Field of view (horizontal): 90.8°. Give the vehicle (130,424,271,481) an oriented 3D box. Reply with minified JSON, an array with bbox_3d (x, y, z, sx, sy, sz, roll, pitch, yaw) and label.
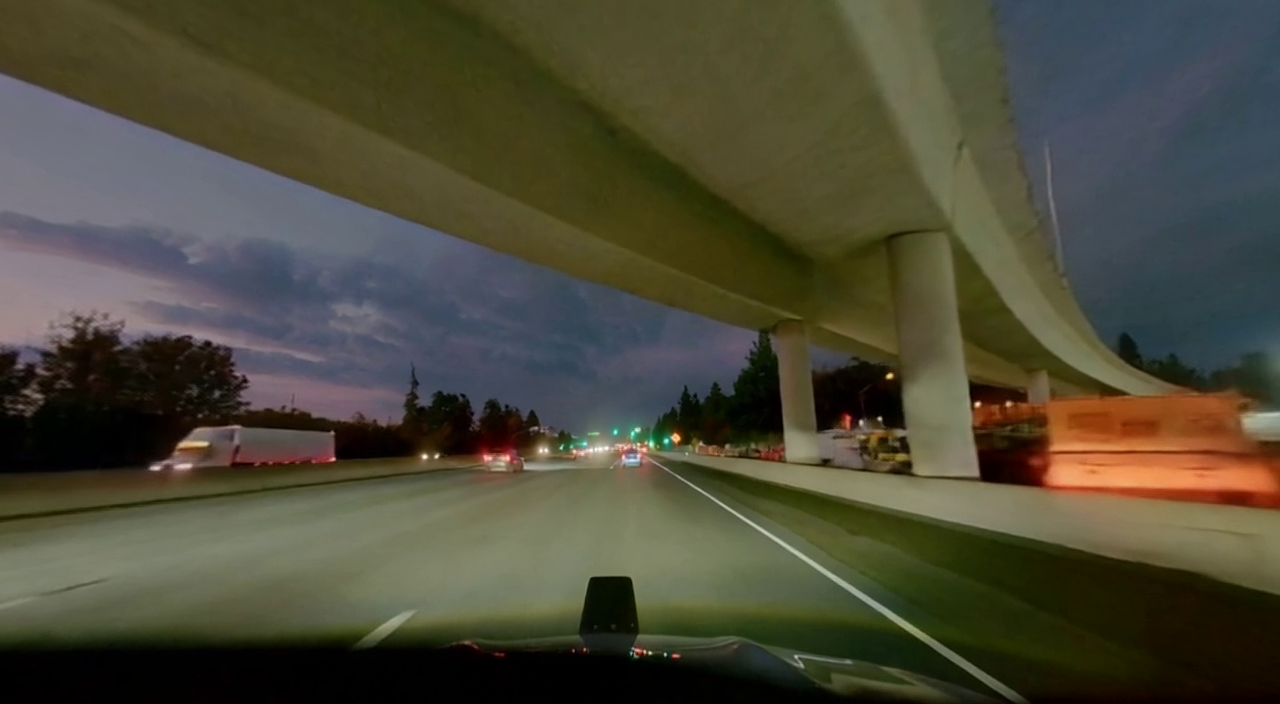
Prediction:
[{"bbox_3d":[-28.689,6.636,41.967,3.005,3.314,8.763,0,-9,0],"label":"vehicle"}]

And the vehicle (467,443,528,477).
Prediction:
[{"bbox_3d":[-7.178,5.480,32.234,2.128,1.604,4.279,0,-9,0],"label":"vehicle"}]

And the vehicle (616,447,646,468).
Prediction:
[{"bbox_3d":[-0.628,7.627,45.798,2.051,1.459,4.092,0,-9,-1],"label":"vehicle"}]
